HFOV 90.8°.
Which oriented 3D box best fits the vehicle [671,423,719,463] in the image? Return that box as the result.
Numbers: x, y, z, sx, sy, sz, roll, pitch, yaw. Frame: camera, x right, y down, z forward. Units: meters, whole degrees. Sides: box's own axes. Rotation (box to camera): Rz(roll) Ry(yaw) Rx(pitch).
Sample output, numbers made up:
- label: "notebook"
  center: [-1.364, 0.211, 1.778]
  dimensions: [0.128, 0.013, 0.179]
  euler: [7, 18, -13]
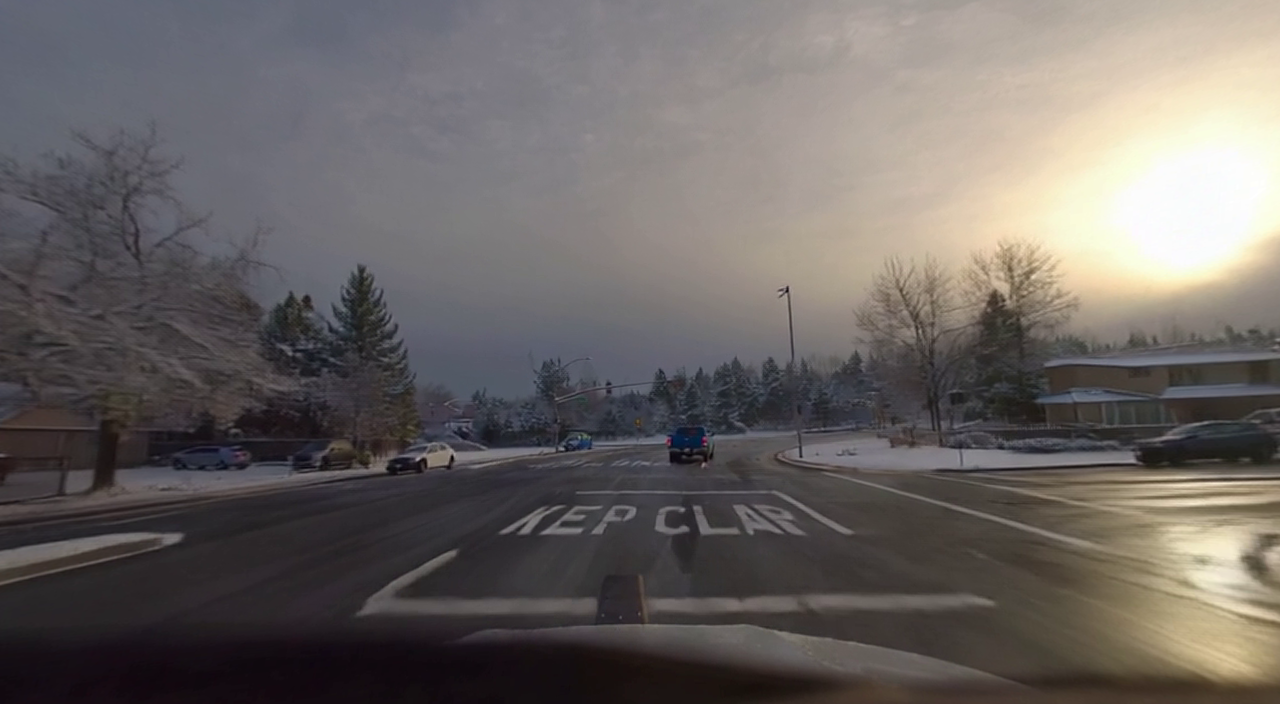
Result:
- label: "vehicle"
  center: [2.978, 4.844, 33.571]
  dimensions: [2.153, 1.942, 4.767]
  euler: [-2, -8, 9]

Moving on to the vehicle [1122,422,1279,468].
- label: "vehicle"
  center: [19.433, 3.185, 21.612]
  dimensions: [4.155, 1.456, 2.034]
  euler: [-1, -8, 2]

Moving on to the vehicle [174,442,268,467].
- label: "vehicle"
  center: [-24.788, 6.082, 37.459]
  dimensions: [4.268, 1.409, 1.897]
  euler: [-1, -8, 3]

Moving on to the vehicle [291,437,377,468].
- label: "vehicle"
  center: [-18.310, 6.023, 37.904]
  dimensions: [4.168, 1.735, 1.925]
  euler: [-1, -8, 3]

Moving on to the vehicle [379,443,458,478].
- label: "vehicle"
  center: [-11.282, 5.534, 32.539]
  dimensions: [1.873, 1.508, 4.483]
  euler: [-3, -7, 9]
